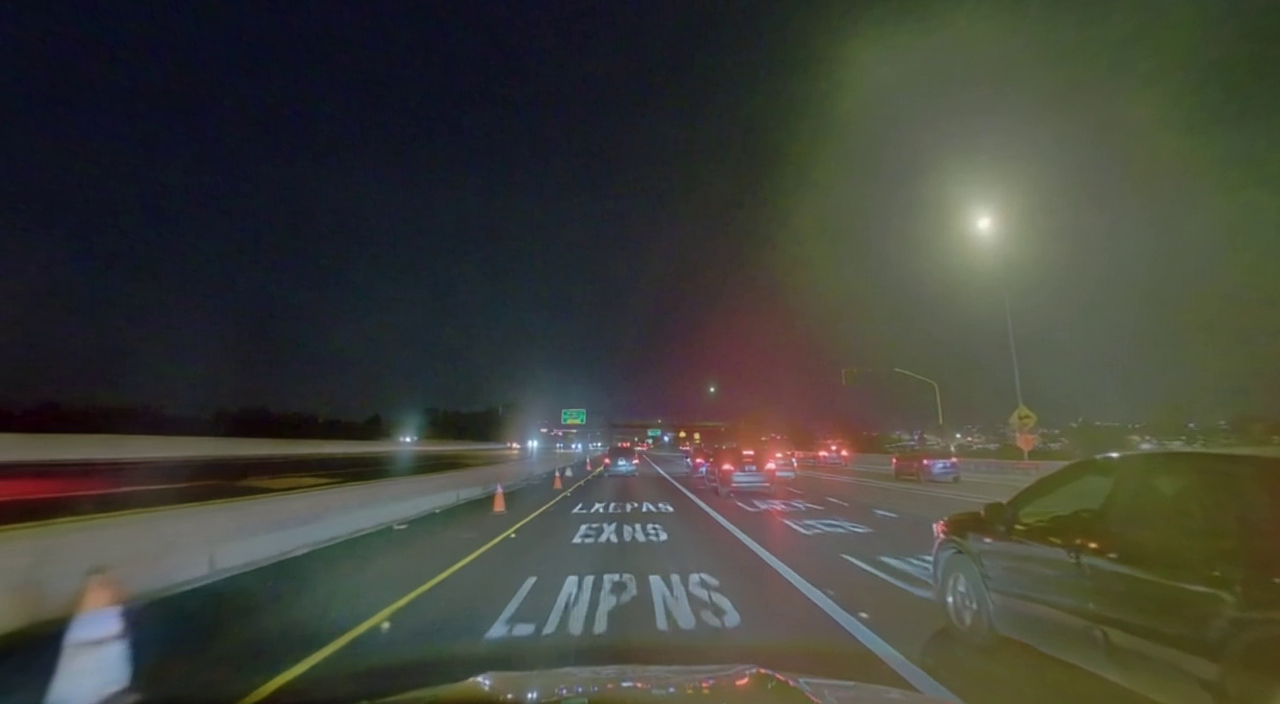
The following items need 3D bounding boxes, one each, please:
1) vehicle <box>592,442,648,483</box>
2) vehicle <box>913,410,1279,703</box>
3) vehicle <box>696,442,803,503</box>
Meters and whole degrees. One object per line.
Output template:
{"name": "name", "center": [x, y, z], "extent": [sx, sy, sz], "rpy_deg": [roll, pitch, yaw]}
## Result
{"name": "vehicle", "center": [-0.773, 4.399, 25.426], "extent": [2.069, 1.470, 4.004], "rpy_deg": [0, -9, -1]}
{"name": "vehicle", "center": [3.233, 1.041, 2.906], "extent": [1.996, 1.455, 4.281], "rpy_deg": [0, -9, -1]}
{"name": "vehicle", "center": [2.831, 3.232, 17.449], "extent": [2.042, 1.460, 4.451], "rpy_deg": [0, -9, -2]}
